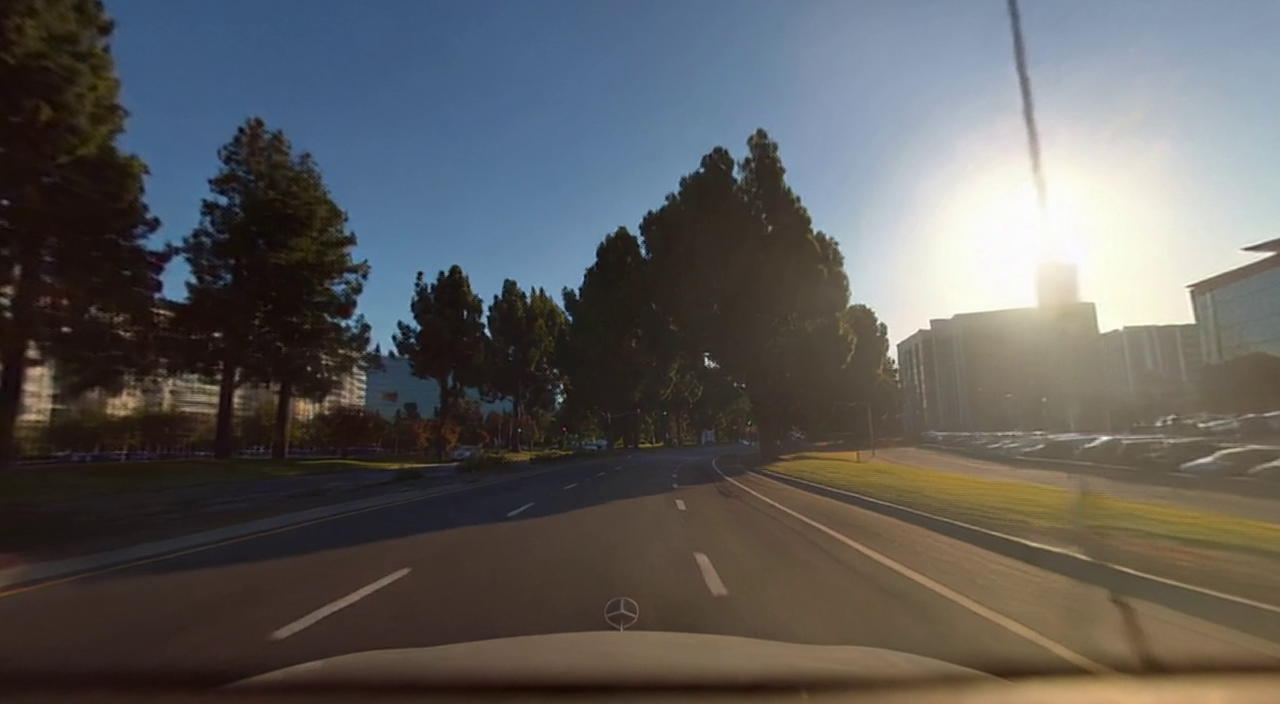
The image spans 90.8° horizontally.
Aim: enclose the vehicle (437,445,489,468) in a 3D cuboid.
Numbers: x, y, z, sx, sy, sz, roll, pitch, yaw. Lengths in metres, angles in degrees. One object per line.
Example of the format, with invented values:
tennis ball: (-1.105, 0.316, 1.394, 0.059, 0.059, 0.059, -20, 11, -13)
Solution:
vehicle: (-12.506, 7.382, 44.936, 1.842, 1.529, 4.356, -1, -9, 9)
